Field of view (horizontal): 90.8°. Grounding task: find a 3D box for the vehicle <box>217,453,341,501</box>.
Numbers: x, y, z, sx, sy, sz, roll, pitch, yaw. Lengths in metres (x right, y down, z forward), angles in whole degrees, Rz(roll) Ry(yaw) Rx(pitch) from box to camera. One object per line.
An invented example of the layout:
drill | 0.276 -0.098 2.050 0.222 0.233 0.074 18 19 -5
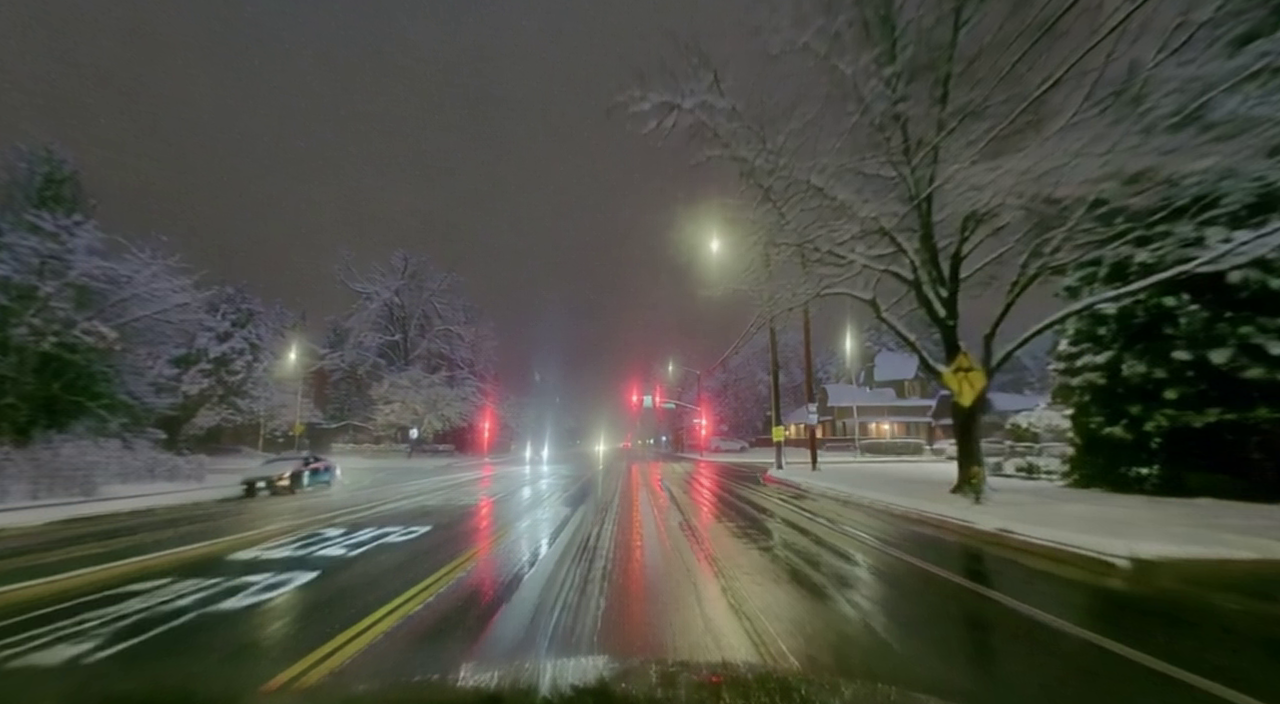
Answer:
vehicle | -12.854 4.438 22.908 1.851 1.482 4.443 0 -8 0

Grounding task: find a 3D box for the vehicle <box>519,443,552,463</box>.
vehicle | -8.083 7.883 49.333 1.869 1.497 3.768 0 -8 1
